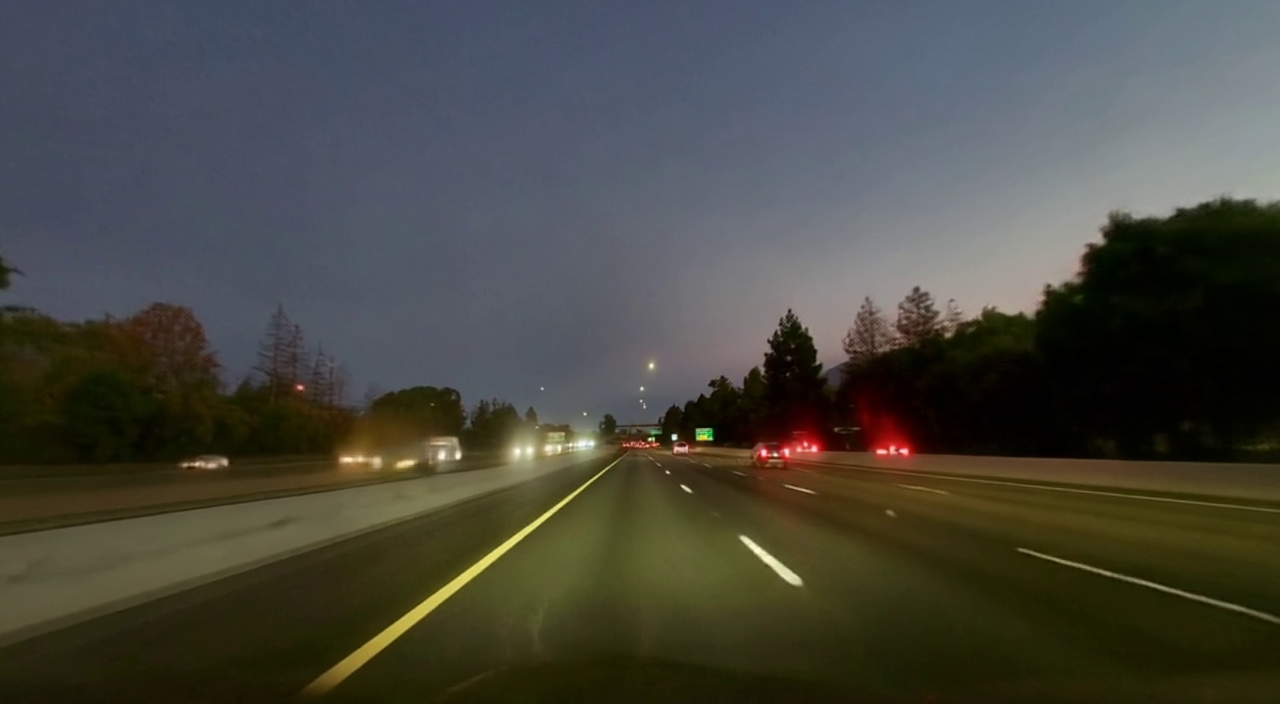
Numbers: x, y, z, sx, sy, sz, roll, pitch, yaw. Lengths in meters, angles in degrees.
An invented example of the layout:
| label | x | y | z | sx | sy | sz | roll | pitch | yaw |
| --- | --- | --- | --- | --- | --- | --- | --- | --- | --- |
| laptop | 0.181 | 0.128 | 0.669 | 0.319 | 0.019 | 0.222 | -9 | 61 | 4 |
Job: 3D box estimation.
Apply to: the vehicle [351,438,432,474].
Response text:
| label | x | y | z | sx | sy | sz | roll | pitch | yaw |
| --- | --- | --- | --- | --- | --- | --- | --- | --- | --- |
| vehicle | -11.192 | 4.714 | 28.837 | 1.893 | 1.503 | 4.471 | 0 | -9 | 0 |

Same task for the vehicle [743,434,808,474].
| label | x | y | z | sx | sy | sz | roll | pitch | yaw |
| --- | --- | --- | --- | --- | --- | --- | --- | --- | --- |
| vehicle | 6.354 | 4.837 | 30.103 | 2.030 | 1.706 | 4.279 | 0 | -9 | -1 |
